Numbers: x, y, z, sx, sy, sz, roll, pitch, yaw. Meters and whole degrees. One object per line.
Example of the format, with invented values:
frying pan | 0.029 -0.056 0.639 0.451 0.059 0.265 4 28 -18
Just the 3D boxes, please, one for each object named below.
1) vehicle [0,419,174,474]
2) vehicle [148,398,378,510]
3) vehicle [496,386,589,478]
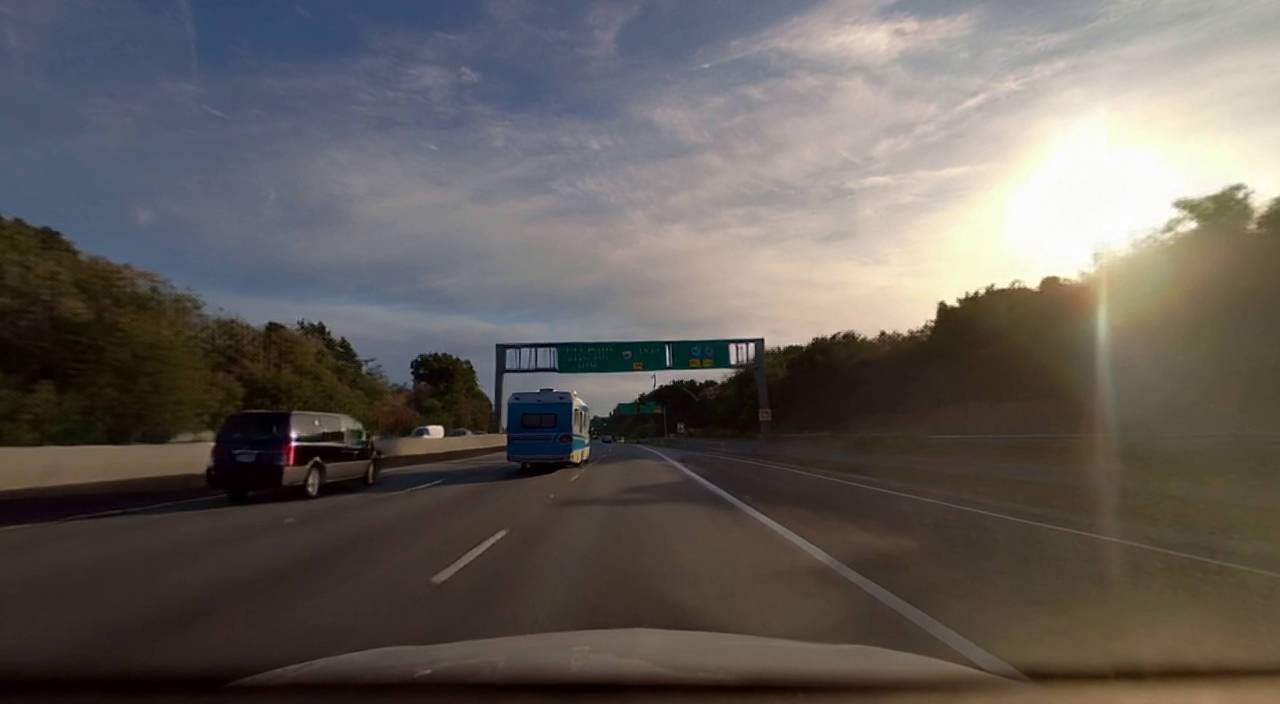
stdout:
vehicle | -17.033 2.868 19.446 1.858 1.486 4.528 0 -7 -1
vehicle | -7.220 1.981 12.734 2.045 1.873 4.202 0 -7 -1
vehicle | -3.766 3.310 26.192 2.676 3.269 7.388 0 -7 0
